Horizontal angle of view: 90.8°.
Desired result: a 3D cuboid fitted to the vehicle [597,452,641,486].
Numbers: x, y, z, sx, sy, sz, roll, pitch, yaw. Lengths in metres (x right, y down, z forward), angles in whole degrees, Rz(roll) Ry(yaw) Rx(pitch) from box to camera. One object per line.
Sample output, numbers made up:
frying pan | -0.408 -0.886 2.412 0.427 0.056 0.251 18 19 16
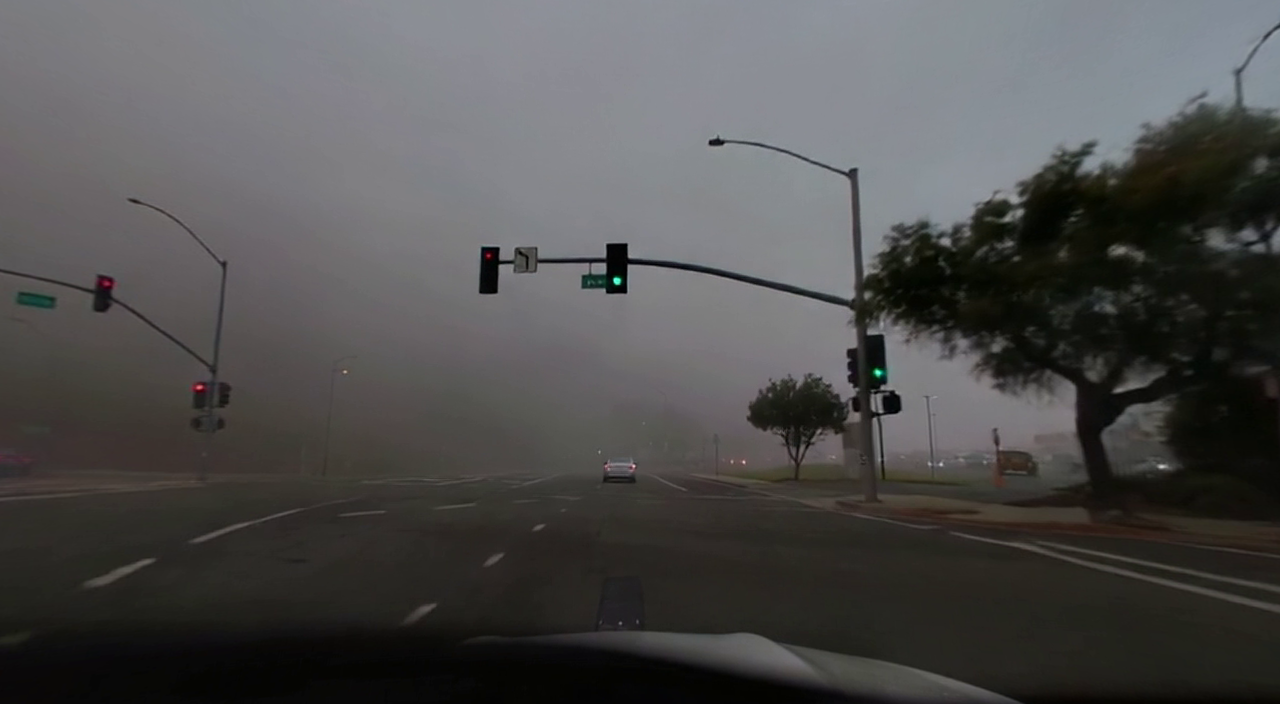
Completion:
vehicle | -1.040 5.420 29.543 1.917 1.418 3.987 0 -9 -3
